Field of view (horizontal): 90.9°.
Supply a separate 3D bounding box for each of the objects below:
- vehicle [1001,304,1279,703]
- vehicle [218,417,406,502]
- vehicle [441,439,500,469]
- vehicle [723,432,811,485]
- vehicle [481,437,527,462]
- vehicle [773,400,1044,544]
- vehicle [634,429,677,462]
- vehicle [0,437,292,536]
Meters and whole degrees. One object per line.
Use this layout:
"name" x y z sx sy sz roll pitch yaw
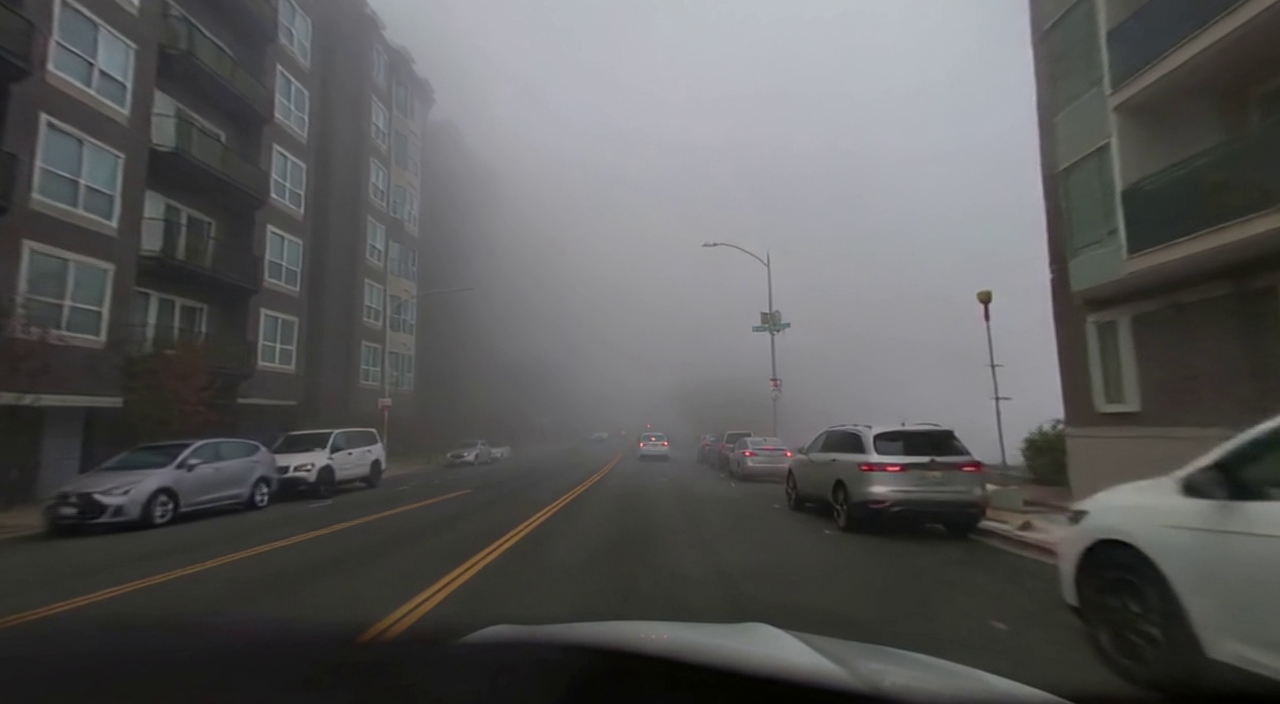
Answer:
"vehicle" 3.775 0.653 1.936 2.327 1.864 4.981 0 -8 0
"vehicle" -9.067 3.030 18.234 2.457 2.048 5.461 0 -8 0
"vehicle" -8.892 5.394 33.527 2.021 1.474 4.337 0 -8 -1
"vehicle" 3.873 3.330 20.044 2.033 1.470 4.502 0 -8 2
"vehicle" -8.893 6.407 41.482 2.002 1.546 4.339 0 -8 0
"vehicle" 3.876 1.836 10.343 2.260 1.789 4.810 0 -8 -1
"vehicle" 0.853 5.235 35.296 2.261 1.740 4.065 0 -8 1
"vehicle" -9.269 2.476 12.374 2.089 1.549 4.597 -1 -8 2
